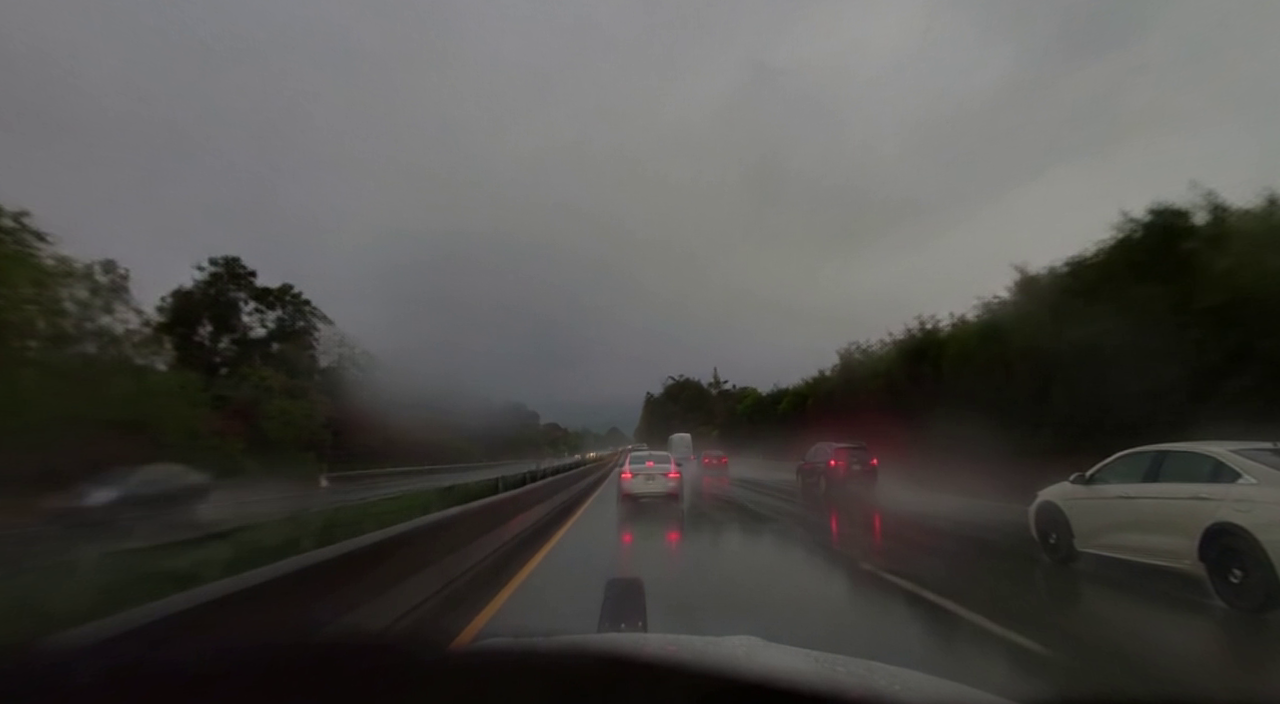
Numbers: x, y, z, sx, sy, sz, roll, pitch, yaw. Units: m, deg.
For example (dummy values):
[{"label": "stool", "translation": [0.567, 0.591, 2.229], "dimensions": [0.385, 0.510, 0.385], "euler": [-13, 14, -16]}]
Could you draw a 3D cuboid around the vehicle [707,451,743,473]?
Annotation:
[{"label": "vehicle", "translation": [6.009, 7.818, 44.954], "dimensions": [1.921, 1.451, 3.841], "euler": [0, -9, -2]}]

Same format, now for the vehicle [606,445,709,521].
[{"label": "vehicle", "translation": [0.328, 2.941, 14.627], "dimensions": [2.076, 1.485, 3.774], "euler": [0, -9, -1]}]

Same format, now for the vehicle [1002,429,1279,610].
[{"label": "vehicle", "translation": [6.274, 1.671, 7.031], "dimensions": [1.965, 1.484, 4.090], "euler": [0, -9, -1]}]

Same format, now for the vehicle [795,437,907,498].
[{"label": "vehicle", "translation": [6.523, 3.625, 20.043], "dimensions": [1.980, 1.702, 4.235], "euler": [0, -9, -2]}]
